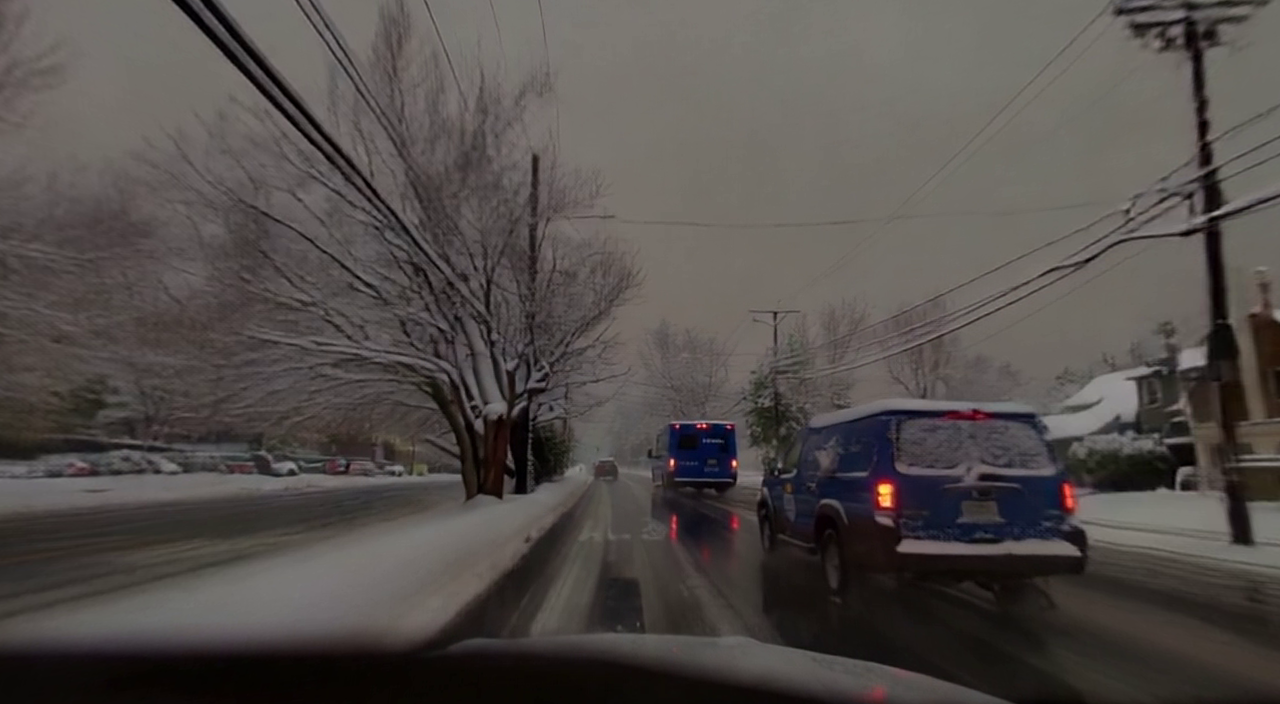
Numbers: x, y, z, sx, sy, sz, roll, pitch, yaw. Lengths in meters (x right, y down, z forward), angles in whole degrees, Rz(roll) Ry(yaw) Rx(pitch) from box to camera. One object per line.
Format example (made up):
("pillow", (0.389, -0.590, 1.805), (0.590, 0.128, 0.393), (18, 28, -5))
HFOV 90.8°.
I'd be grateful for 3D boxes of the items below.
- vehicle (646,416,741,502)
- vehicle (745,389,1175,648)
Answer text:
("vehicle", (1.728, 3.787, 22.791), (2.406, 2.687, 5.521), (1, -9, -6))
("vehicle", (2.843, 1.604, 7.266), (2.194, 1.922, 4.822), (0, -8, -3))
